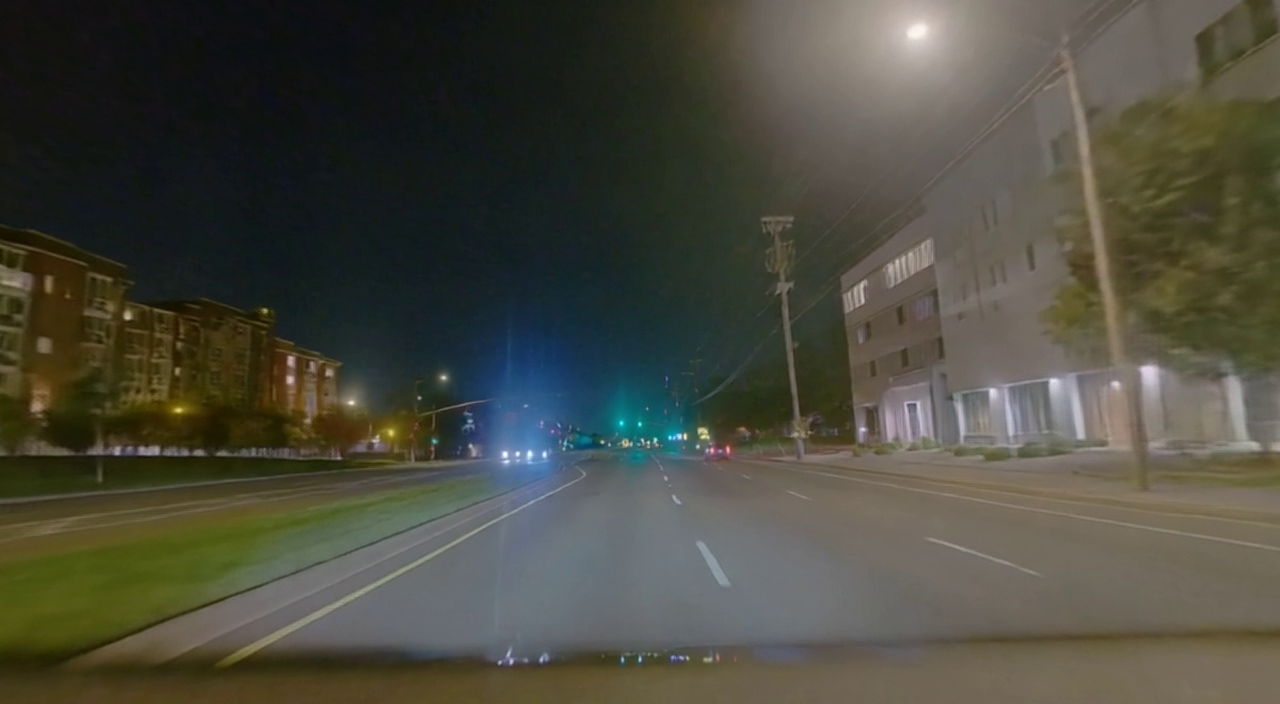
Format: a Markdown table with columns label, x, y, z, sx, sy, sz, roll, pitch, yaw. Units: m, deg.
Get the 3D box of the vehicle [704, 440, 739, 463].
| label | x | y | z | sx | sy | sz | roll | pitch | yaw |
| --- | --- | --- | --- | --- | --- | --- | --- | --- | --- |
| vehicle | 5.704 | 7.001 | 44.344 | 1.908 | 1.476 | 3.880 | 0 | -9 | 0 |
